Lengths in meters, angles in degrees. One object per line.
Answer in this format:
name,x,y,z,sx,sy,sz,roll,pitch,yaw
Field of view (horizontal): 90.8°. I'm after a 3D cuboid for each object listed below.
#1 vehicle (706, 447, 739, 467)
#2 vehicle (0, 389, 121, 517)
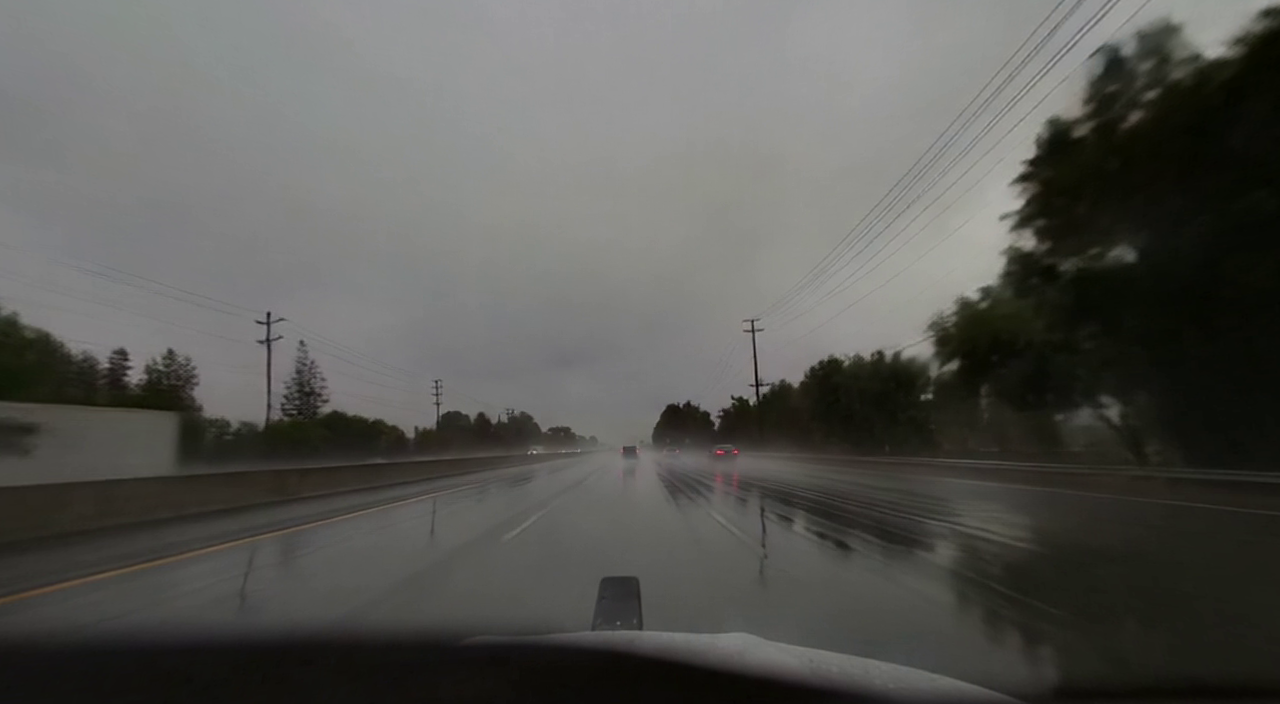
vehicle,6.340,8.095,48.940,1.817,1.440,4.075,0,-9,-2
vehicle,-18.987,2.549,15.795,2.951,3.477,10.720,0,-9,-1
